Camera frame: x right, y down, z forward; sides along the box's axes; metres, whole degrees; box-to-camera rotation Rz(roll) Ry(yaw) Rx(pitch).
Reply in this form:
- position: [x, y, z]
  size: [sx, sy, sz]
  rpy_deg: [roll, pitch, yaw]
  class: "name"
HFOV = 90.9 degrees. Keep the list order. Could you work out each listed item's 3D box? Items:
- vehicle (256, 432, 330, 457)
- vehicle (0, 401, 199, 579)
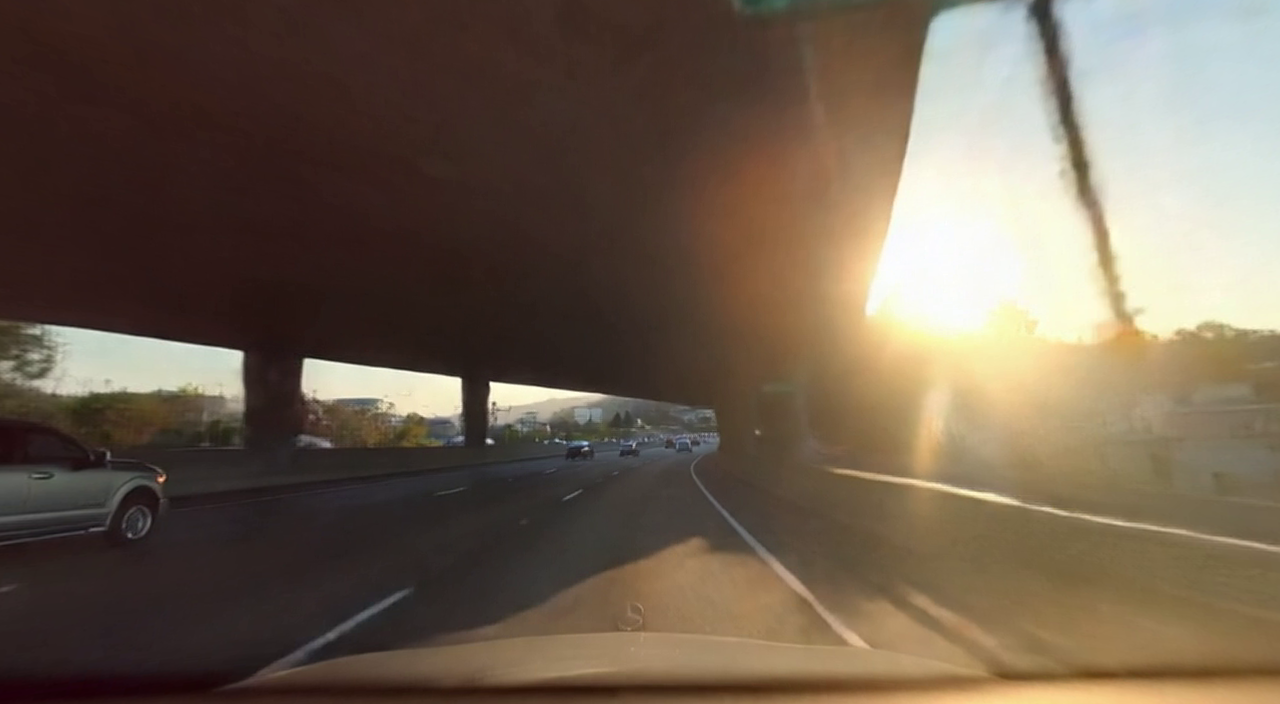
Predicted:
- position: [-21.776, 5.880, 39.807]
  size: [1.830, 1.440, 4.476]
  rpy_deg: [0, -10, 5]
  class: "vehicle"
- position: [-6.891, 1.264, 5.863]
  size: [1.923, 1.630, 4.857]
  rpy_deg: [1, -9, 2]
  class: "vehicle"
